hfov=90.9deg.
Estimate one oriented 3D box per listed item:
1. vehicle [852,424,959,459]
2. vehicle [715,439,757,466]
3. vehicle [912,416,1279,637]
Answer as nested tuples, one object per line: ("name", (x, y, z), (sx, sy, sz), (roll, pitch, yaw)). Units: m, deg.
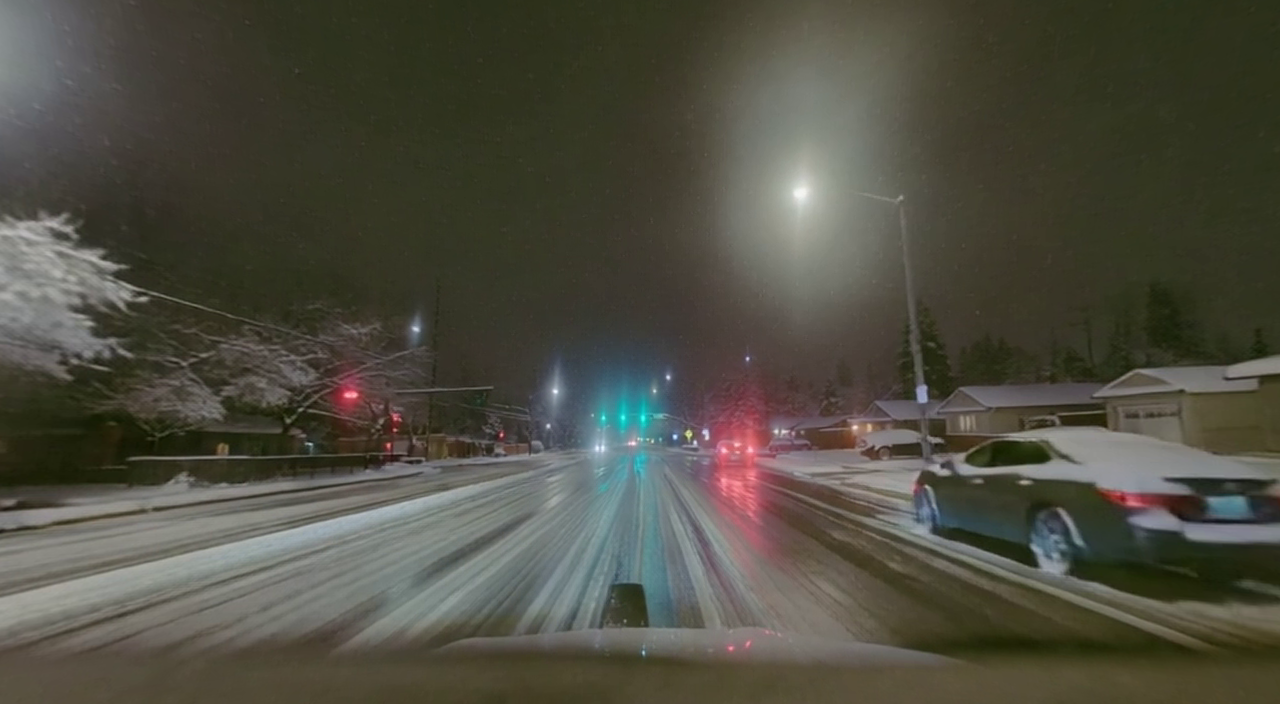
("vehicle", (13.462, 4.579, 32.185), (4.474, 1.710, 2.148), (0, -8, 1))
("vehicle", (5.825, 6.135, 38.727), (1.950, 1.567, 4.083), (0, -8, 1))
("vehicle", (5.103, 1.565, 6.857), (1.997, 1.521, 4.747), (0, -8, -2))
